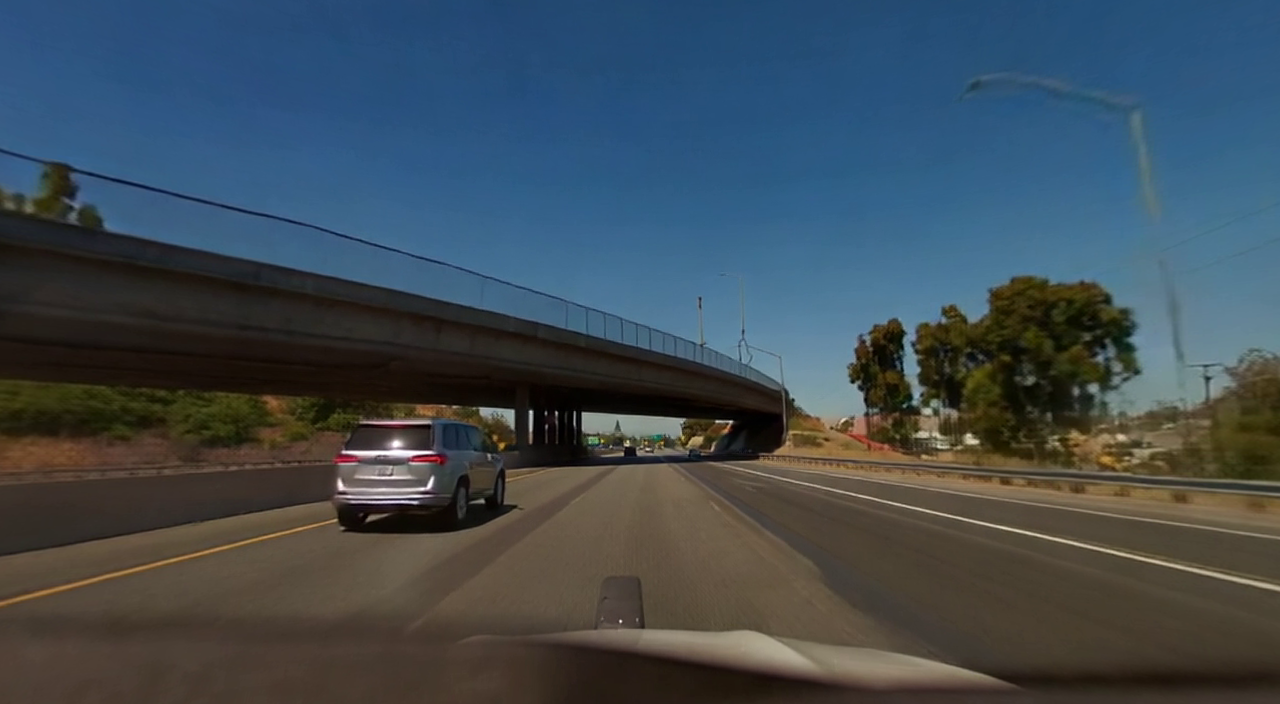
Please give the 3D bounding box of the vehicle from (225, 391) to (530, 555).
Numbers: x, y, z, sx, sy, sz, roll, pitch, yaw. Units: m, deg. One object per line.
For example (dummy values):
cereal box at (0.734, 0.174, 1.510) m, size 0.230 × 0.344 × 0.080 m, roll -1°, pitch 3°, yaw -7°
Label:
vehicle at (-3.618, 1.860, 10.402) m, size 2.431 × 1.928 × 5.760 m, roll 0°, pitch -9°, yaw 1°
